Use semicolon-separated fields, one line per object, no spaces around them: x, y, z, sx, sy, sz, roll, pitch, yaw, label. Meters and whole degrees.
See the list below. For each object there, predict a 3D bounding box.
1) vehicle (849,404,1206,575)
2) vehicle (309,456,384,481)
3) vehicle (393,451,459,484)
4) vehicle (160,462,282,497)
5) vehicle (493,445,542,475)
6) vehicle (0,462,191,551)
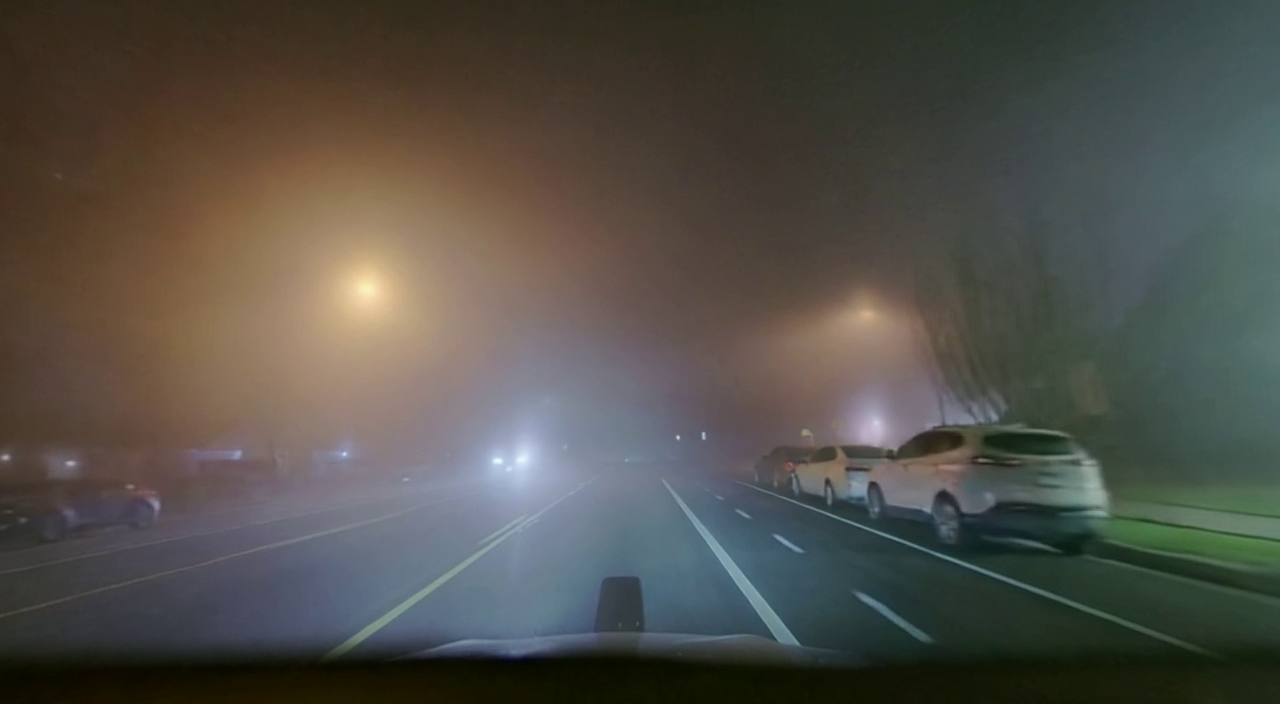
4.669;1.731;8.750;1.919;1.698;4.747;0;-9;0;vehicle
-20.980;8.322;45.289;4.340;1.727;2.048;-1;-9;2;vehicle
-12.702;6.853;37.908;2.128;1.768;5.306;0;-9;0;vehicle
-19.521;5.944;29.550;4.367;1.480;1.903;0;-9;2;vehicle
-7.600;6.719;39.640;2.092;1.741;4.559;0;-9;1;vehicle
-12.541;3.364;13.996;1.972;1.475;4.503;-7;-8;-1;vehicle
